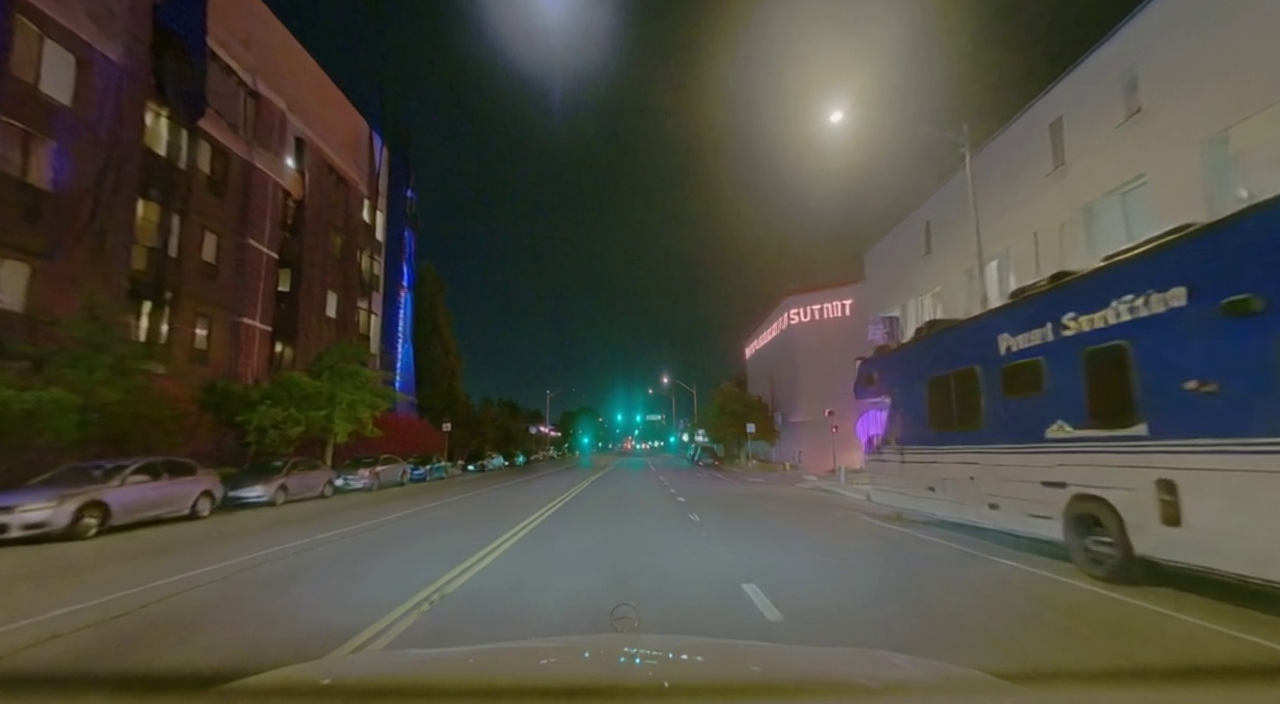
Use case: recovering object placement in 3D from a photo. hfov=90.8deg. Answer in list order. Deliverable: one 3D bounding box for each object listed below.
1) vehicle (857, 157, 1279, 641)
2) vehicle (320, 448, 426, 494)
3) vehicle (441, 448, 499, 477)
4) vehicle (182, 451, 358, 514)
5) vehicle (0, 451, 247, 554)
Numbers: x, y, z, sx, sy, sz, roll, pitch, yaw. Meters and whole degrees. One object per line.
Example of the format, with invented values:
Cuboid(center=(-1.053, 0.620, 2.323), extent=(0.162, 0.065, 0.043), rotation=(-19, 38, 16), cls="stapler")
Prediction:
Cuboid(center=(6.071, 0.780, 7.599), extent=(3.102, 3.473, 9.734), rotation=(0, -8, -2), cls="vehicle")
Cuboid(center=(-10.030, 4.464, 24.218), extent=(1.918, 1.535, 4.834), rotation=(0, -8, 1), cls="vehicle")
Cuboid(center=(-10.132, 6.592, 38.081), extent=(1.995, 1.564, 5.321), rotation=(0, -8, 0), cls="vehicle")
Cuboid(center=(-10.030, 3.526, 17.723), extent=(1.959, 1.451, 4.990), rotation=(0, -8, -1), cls="vehicle")
Cuboid(center=(-9.986, 2.616, 11.824), extent=(2.078, 1.427, 4.900), rotation=(0, -8, 0), cls="vehicle")
